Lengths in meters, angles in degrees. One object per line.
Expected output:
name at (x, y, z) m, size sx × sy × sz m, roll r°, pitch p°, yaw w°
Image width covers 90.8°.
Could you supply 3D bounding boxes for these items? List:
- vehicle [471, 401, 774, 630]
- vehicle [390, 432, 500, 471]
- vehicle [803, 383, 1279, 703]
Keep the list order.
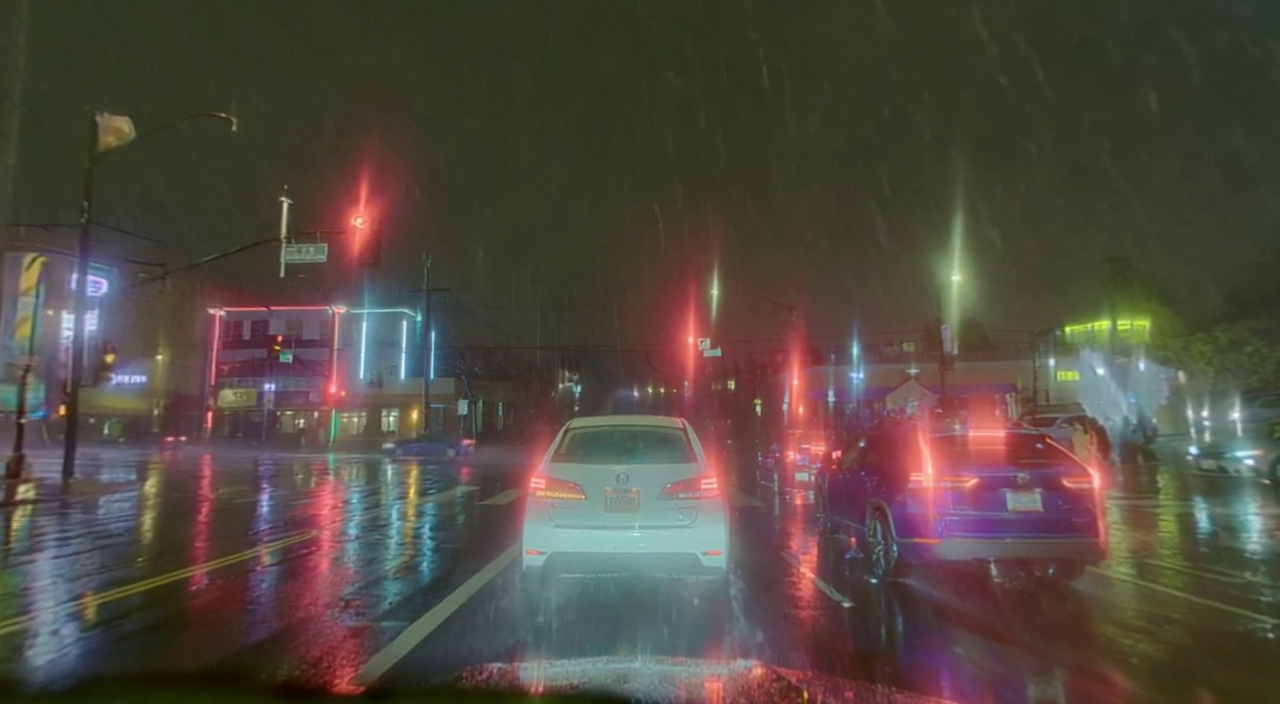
vehicle at (-0.147, 1.495, 6.867) m, size 2.123 × 1.589 × 4.702 m, roll 0°, pitch -8°, yaw -1°
vehicle at (-9.732, 4.951, 31.579) m, size 5.003 × 1.799 × 2.066 m, roll -3°, pitch -9°, yaw 20°
vehicle at (3.035, 1.307, 5.445) m, size 1.983 × 1.654 × 4.354 m, roll 0°, pitch -8°, yaw -2°
